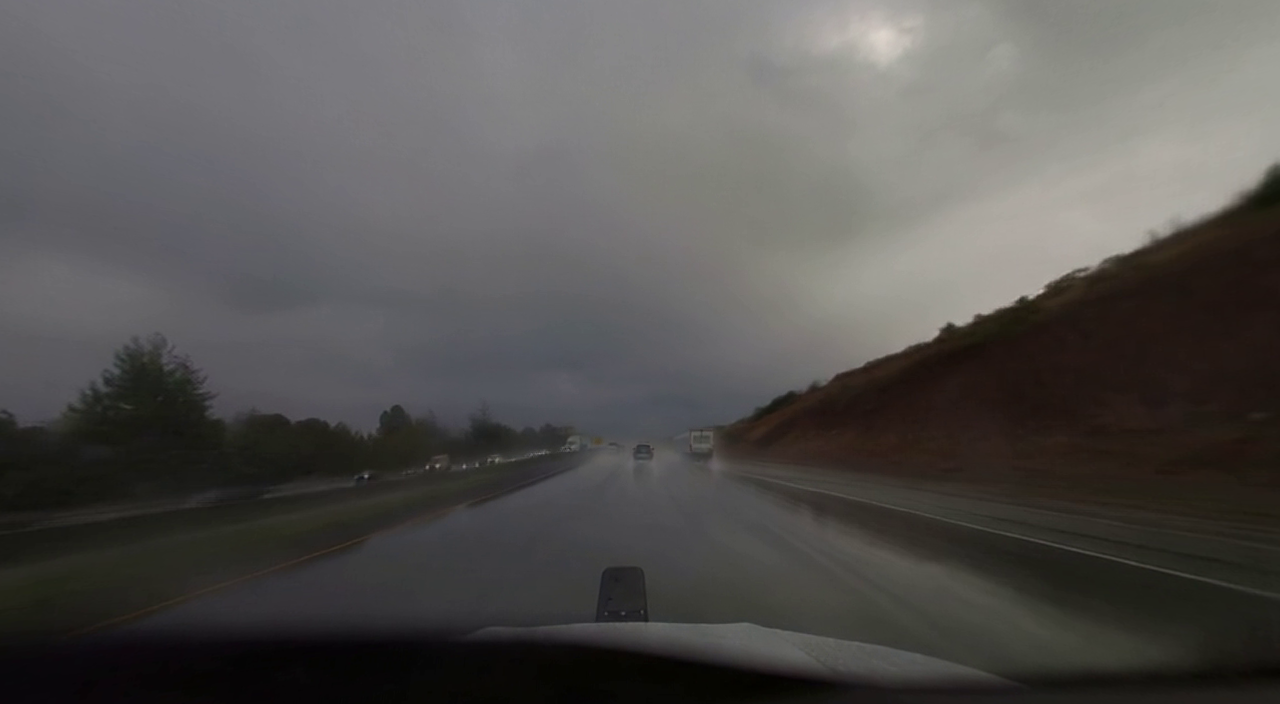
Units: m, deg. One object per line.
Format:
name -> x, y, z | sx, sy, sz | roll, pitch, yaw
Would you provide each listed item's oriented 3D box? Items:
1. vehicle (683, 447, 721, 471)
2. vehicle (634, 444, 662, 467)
vehicle -> 3.843, 6.672, 39.541 | 1.976, 1.352, 3.602 | 0, -8, 0
vehicle -> 0.554, 7.729, 47.241 | 1.986, 1.576, 4.312 | 0, -8, 0
